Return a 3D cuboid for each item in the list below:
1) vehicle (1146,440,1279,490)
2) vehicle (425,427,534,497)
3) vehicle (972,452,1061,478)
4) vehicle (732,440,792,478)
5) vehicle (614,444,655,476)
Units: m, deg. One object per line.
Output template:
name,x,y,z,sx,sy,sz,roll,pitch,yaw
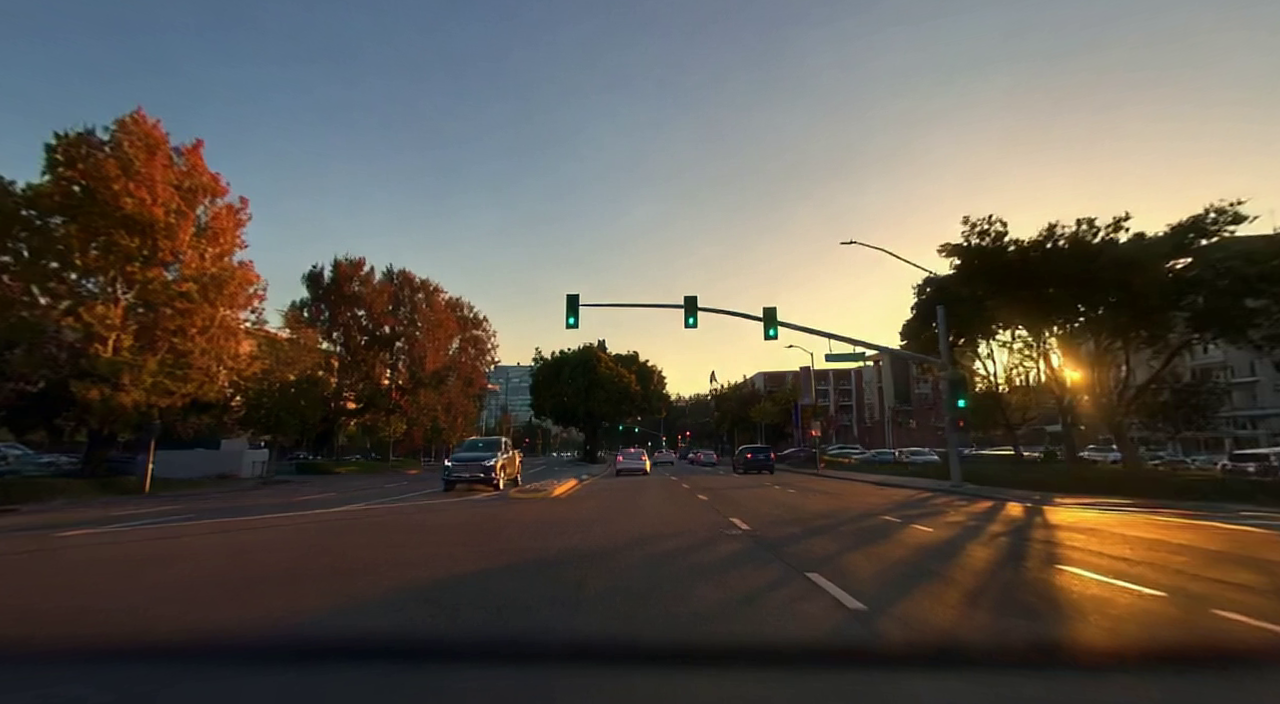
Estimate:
vehicle,27.608,5.246,29.596,5.935,2.122,2.004,-1,-10,-2
vehicle,-5.232,3.736,21.623,2.145,2.041,6.064,0,-9,0
vehicle,26.171,7.855,44.028,4.843,1.628,2.063,-1,-9,-3
vehicle,6.621,5.875,34.930,2.052,1.886,5.297,0,-9,-2
vehicle,-0.362,5.952,35.153,2.101,1.641,4.341,0,-9,-2
